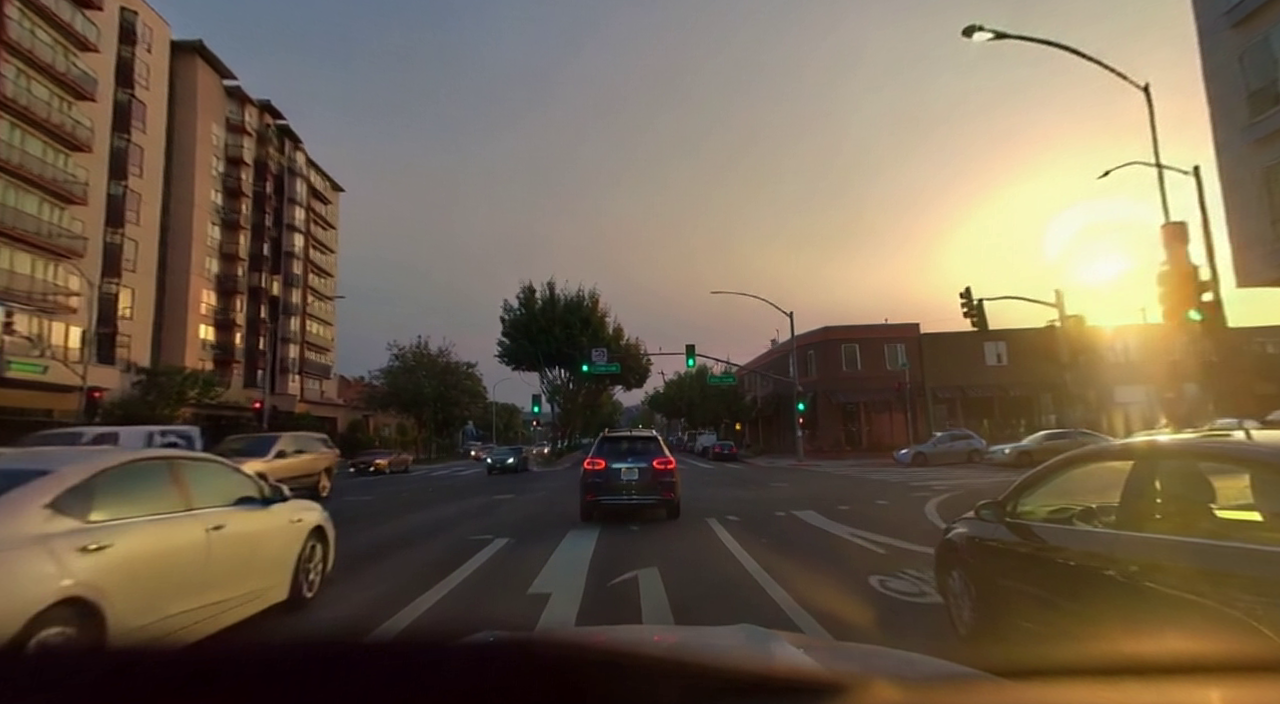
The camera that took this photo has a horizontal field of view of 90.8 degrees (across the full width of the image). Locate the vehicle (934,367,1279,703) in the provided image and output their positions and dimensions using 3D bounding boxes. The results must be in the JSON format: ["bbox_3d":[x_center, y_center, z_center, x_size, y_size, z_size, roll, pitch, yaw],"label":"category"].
[{"bbox_3d":[3.151,0.908,2.514,1.906,1.608,4.137,0,-8,-1],"label":"vehicle"}]

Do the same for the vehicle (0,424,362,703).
[{"bbox_3d":[-3.739,1.218,3.741,2.055,1.488,4.733,0,-8,0],"label":"vehicle"}]

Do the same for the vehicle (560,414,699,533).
[{"bbox_3d":[-0.160,2.327,12.789,2.206,1.858,5.332,0,-8,0],"label":"vehicle"}]
